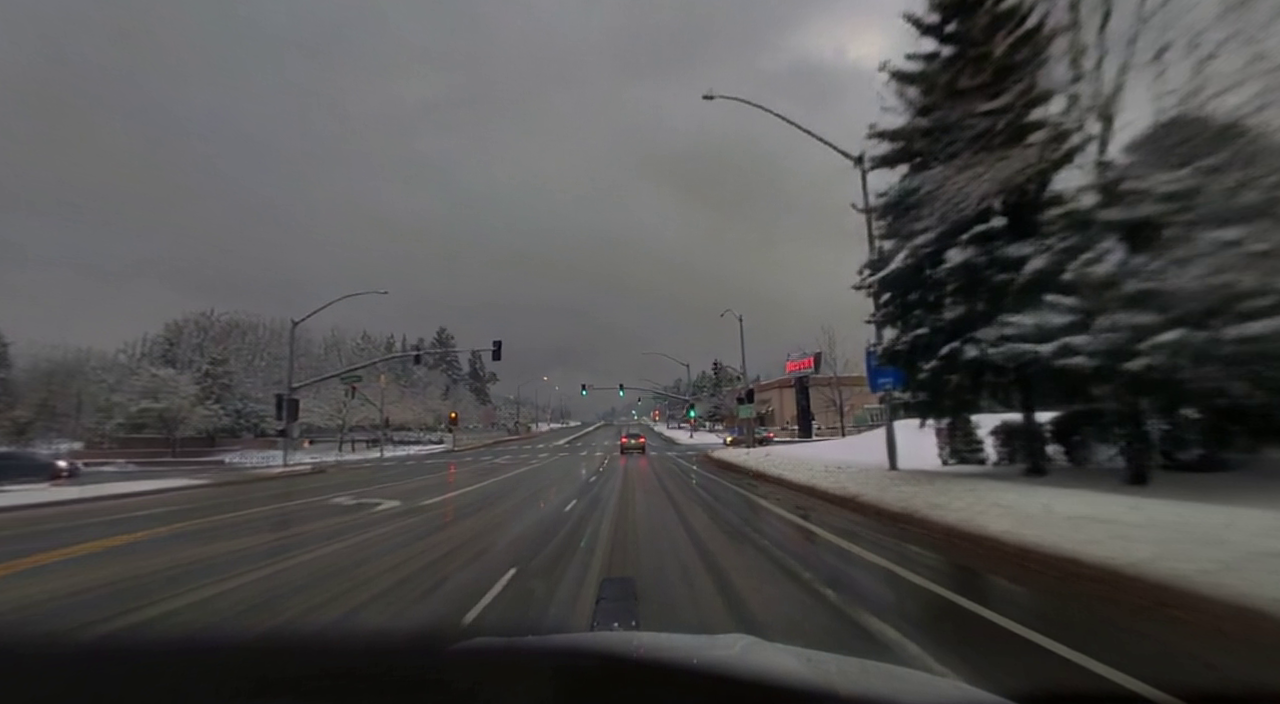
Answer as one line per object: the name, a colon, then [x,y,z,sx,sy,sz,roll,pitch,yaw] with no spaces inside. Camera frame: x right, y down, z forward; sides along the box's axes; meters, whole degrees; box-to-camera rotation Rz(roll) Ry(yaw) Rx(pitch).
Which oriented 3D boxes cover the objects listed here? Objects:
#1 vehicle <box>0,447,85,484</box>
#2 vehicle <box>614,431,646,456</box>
vehicle: [-30.608,5.497,30.747,5.136,1.723,1.953,0,-9,-3]
vehicle: [-0.693,6.283,43.249,2.024,1.628,4.774,0,-8,-1]
